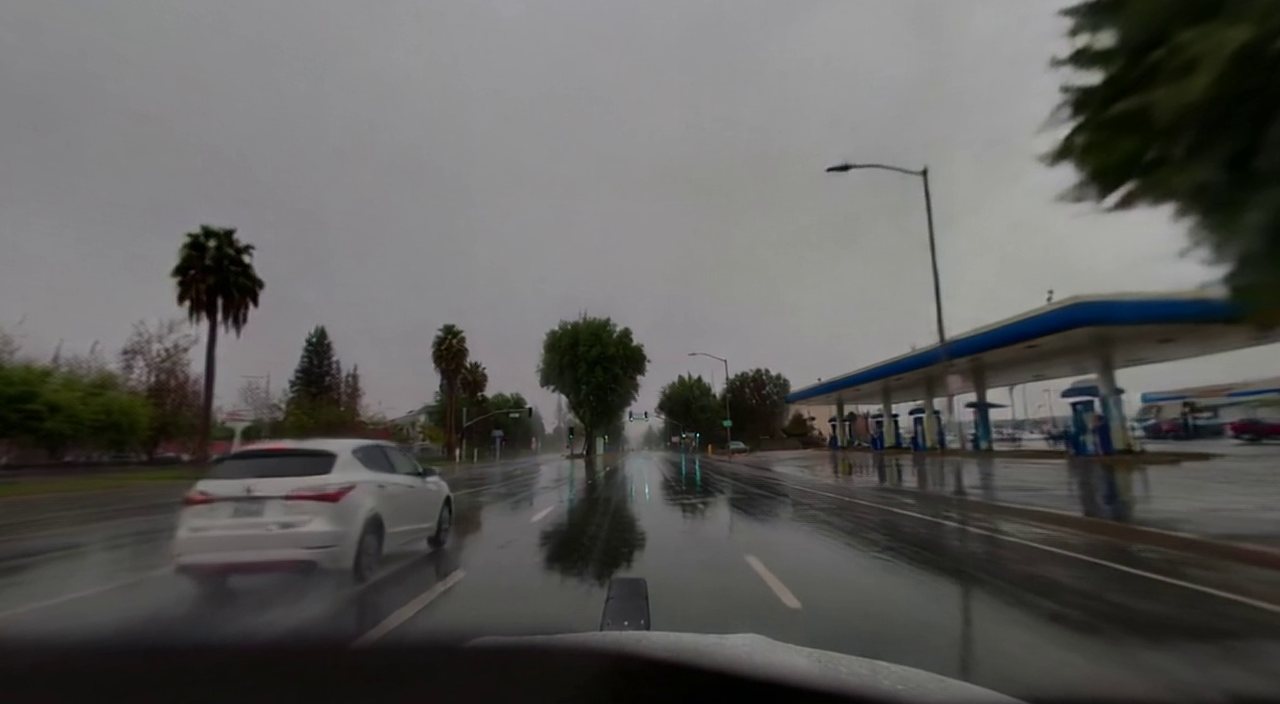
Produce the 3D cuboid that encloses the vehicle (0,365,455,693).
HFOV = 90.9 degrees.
[{"bbox_3d":[-3.380,1.281,5.714,2.011,1.756,4.478,-1,-8,0],"label":"vehicle"}]
